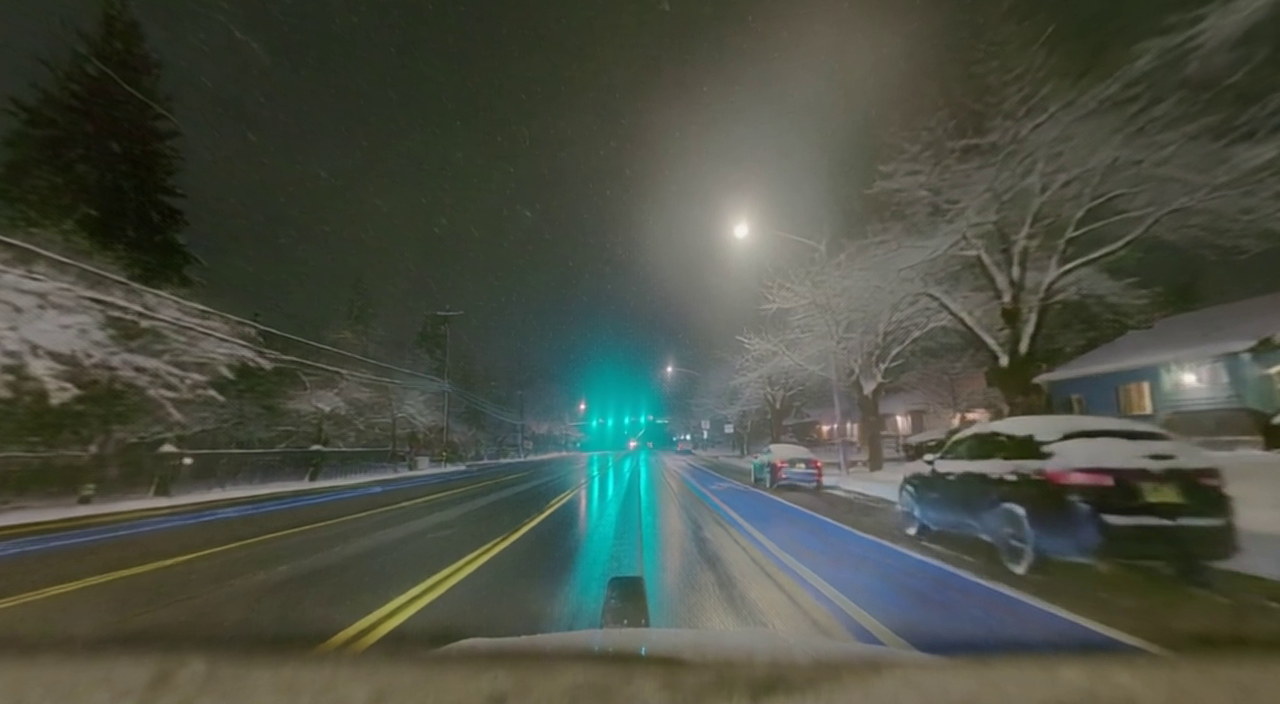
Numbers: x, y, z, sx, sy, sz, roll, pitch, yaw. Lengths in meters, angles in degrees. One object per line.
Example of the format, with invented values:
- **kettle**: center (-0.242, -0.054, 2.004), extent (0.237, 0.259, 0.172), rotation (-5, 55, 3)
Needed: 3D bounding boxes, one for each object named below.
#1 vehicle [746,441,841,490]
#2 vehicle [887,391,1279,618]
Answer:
- **vehicle**: center (5.010, 3.766, 21.312), extent (1.995, 1.472, 4.884), rotation (0, -9, 0)
- **vehicle**: center (4.814, 1.525, 7.240), extent (2.069, 1.743, 4.595), rotation (0, -9, 0)
